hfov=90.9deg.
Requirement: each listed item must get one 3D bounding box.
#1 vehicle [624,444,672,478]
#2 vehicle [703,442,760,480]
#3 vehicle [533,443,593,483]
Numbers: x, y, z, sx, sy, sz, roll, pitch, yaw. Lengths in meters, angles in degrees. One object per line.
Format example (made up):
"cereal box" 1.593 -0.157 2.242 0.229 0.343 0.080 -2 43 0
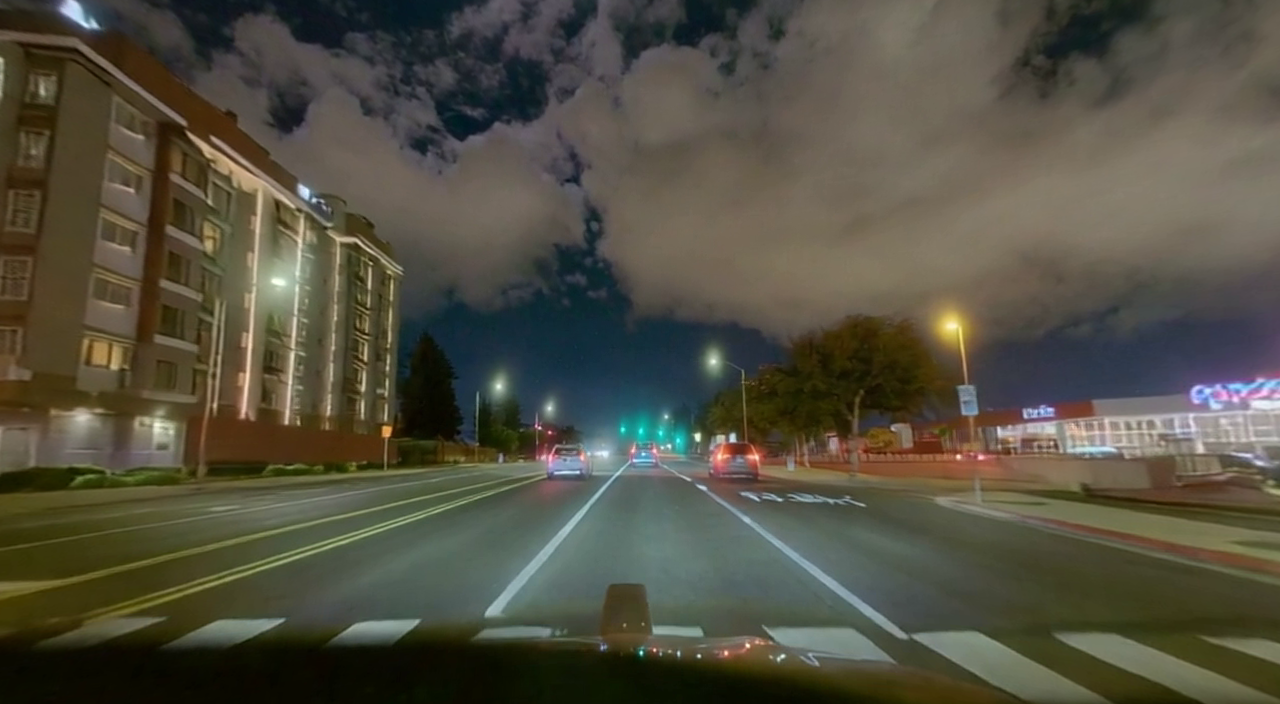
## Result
"vehicle" 0.323 5.097 29.686 2.103 1.468 4.094 0 -9 -1
"vehicle" 4.154 5.019 29.342 1.987 1.637 3.896 0 -9 -1
"vehicle" -3.037 4.468 25.660 1.860 1.510 4.073 0 -9 1
